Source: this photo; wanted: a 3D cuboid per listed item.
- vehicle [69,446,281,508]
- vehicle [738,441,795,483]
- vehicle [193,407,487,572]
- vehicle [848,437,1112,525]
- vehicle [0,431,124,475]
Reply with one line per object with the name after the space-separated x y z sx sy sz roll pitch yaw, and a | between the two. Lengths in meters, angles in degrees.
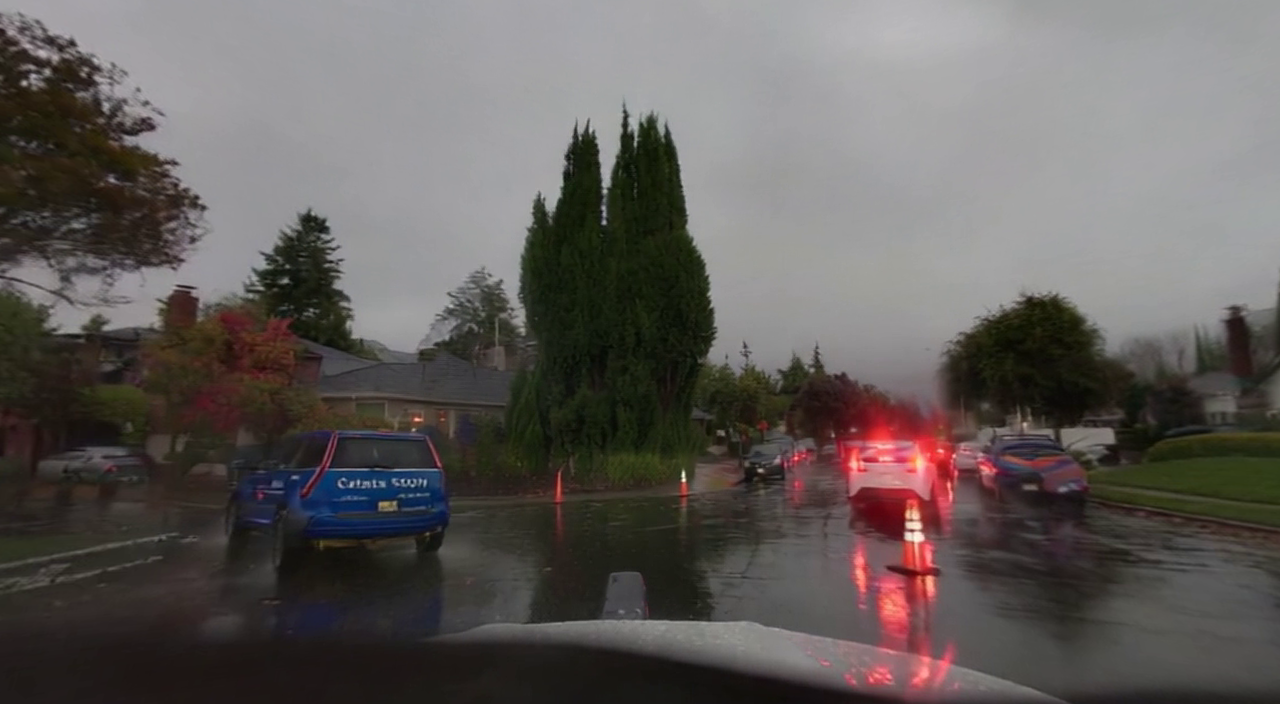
-12.807 3.377 17.466 5.022 1.497 1.996 -3 -9 17 | vehicle
5.875 4.996 28.935 2.014 1.742 4.297 -3 -9 18 | vehicle
-4.399 1.807 9.070 4.094 1.748 2.350 -8 -11 42 | vehicle
7.172 2.651 13.551 4.656 1.577 2.099 1 -8 -13 | vehicle
-27.169 4.699 29.618 1.908 1.898 4.120 -2 -9 14 | vehicle
